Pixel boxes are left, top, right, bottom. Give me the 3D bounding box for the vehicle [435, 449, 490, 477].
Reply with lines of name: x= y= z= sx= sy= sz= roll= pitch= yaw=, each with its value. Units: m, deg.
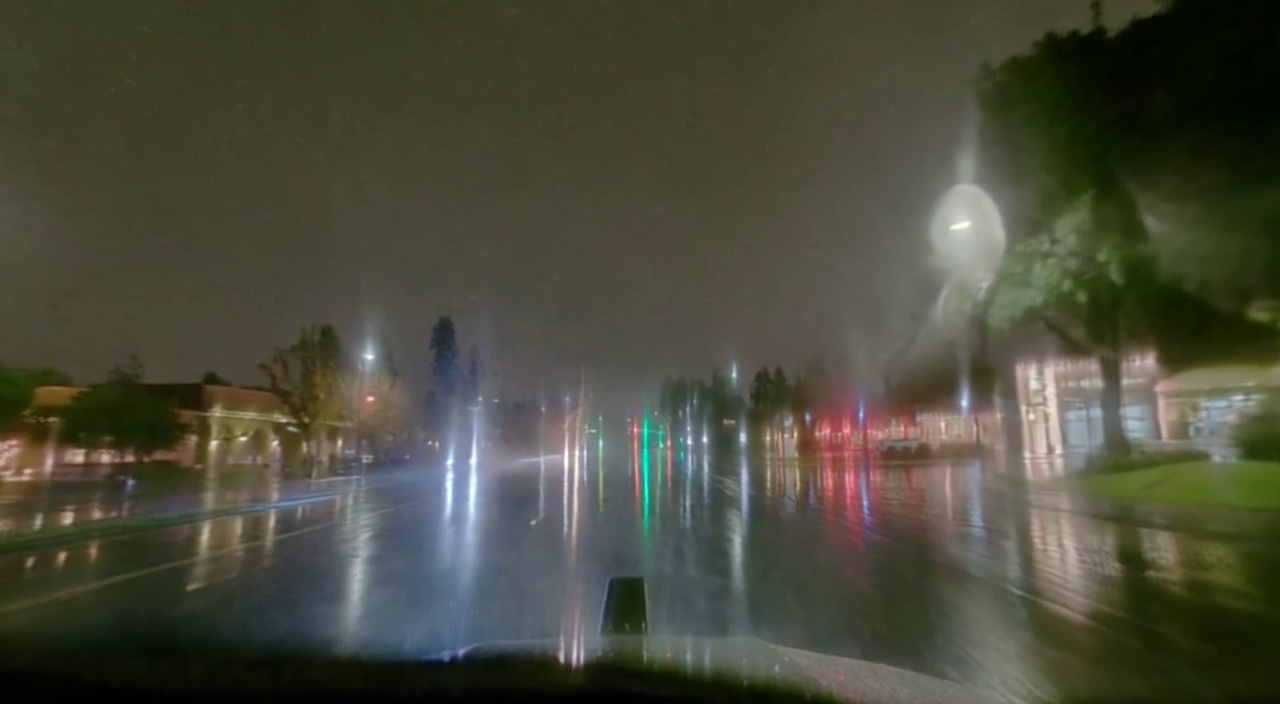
vehicle: x=-11.165 y=6.974 z=39.927 sx=2.033 sy=1.497 sz=4.567 roll=-4 pitch=-9 yaw=1
